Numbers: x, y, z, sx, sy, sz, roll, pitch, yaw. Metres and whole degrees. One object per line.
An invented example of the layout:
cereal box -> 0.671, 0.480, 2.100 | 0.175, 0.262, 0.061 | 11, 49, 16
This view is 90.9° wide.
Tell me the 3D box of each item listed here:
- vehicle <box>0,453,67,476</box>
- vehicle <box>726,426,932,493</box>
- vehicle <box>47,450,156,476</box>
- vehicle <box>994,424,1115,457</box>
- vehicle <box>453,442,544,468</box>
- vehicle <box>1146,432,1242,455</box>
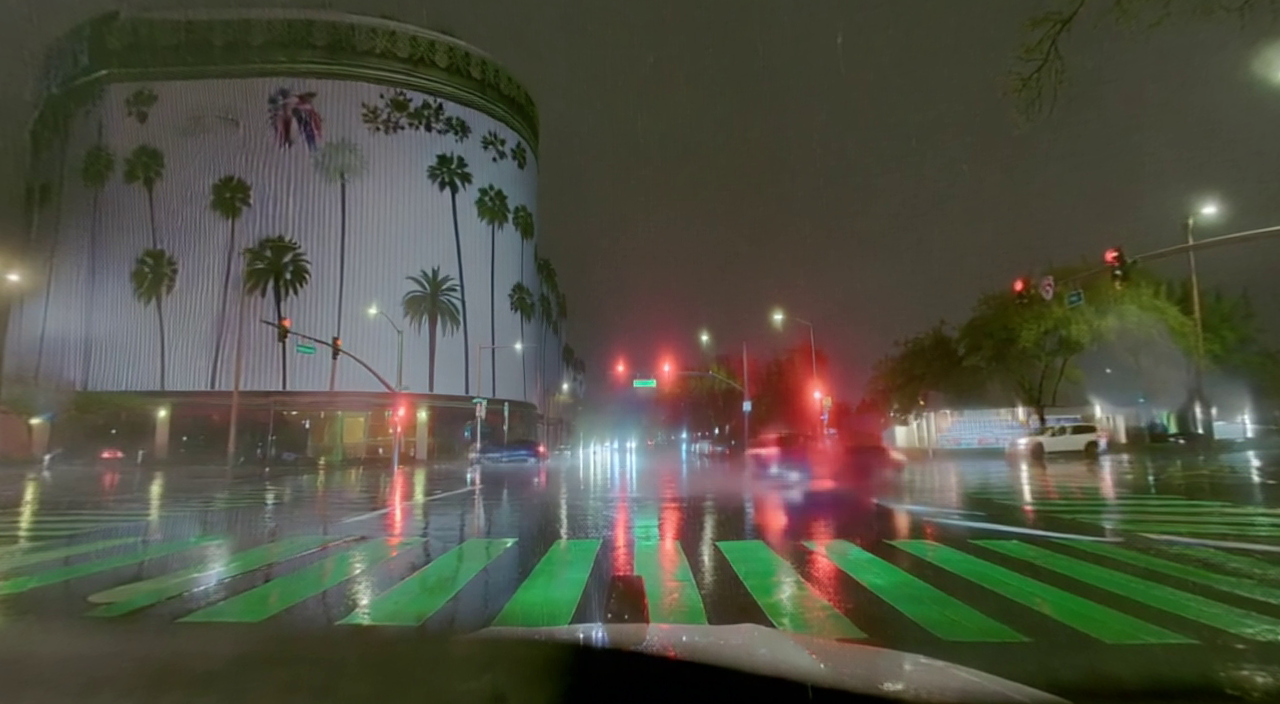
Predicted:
vehicle -> -41.656, 7.608, 42.792 | 3.698, 1.508, 1.779 | 0, -8, 1
vehicle -> 4.891, 2.859, 16.908 | 4.875, 1.669, 1.953 | 0, -8, 1
vehicle -> -31.928, 6.566, 37.443 | 4.784, 1.465, 1.798 | 0, -8, 0
vehicle -> 24.183, 5.198, 36.943 | 5.477, 1.880, 2.125 | 0, -8, 1
vehicle -> -8.206, 6.041, 36.942 | 4.893, 1.458, 1.791 | 0, -8, 1
vehicle -> 36.188, 6.013, 41.239 | 4.606, 1.449, 1.687 | 0, -8, 2
